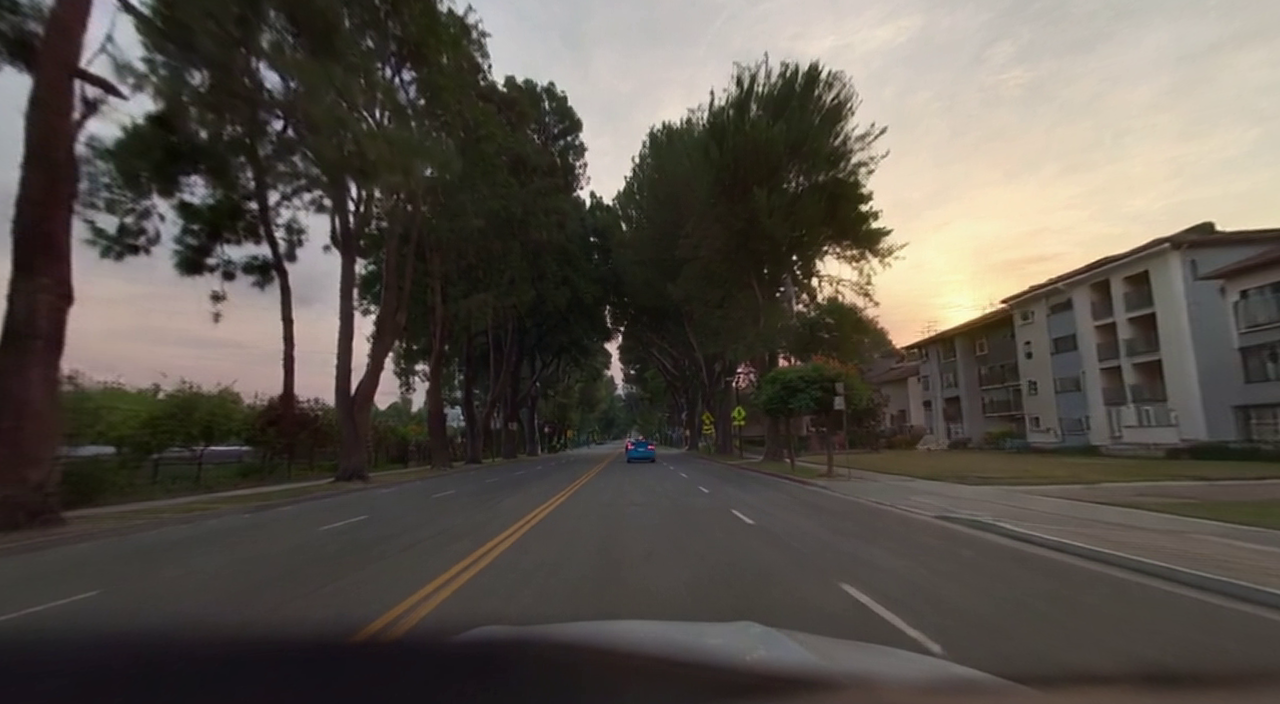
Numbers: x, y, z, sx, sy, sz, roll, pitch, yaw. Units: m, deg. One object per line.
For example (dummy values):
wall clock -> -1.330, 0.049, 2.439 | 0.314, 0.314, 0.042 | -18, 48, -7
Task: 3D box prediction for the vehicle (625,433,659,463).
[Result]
vehicle -> 0.119, 5.896, 38.721 | 1.981, 1.703, 3.691 | 0, -8, 1
